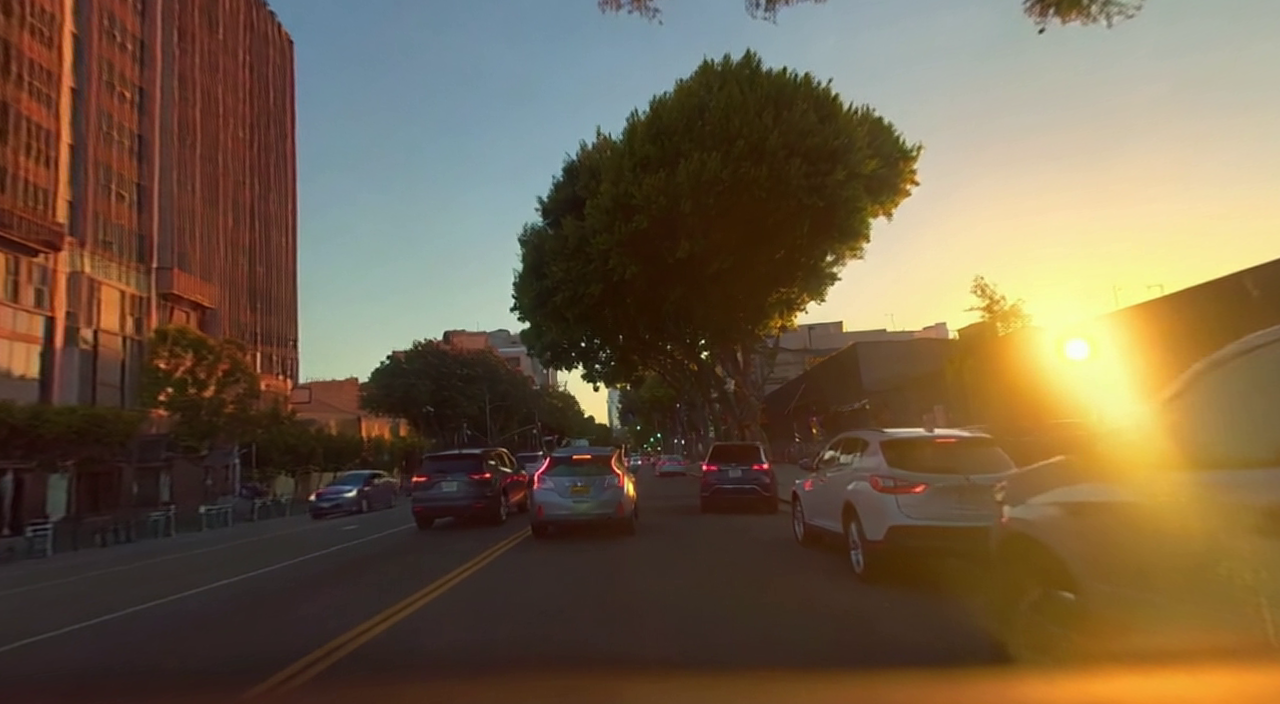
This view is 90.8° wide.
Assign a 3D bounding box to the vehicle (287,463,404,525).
[{"bbox_3d":[-9.500,4.574,20.796,1.990,1.673,3.947,0,-8,-1],"label":"vehicle"}]

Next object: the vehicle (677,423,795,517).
[{"bbox_3d":[2.592,2.879,15.962,2.352,1.953,4.798,-3,-9,15],"label":"vehicle"}]

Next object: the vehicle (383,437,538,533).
[{"bbox_3d":[-3.850,2.913,14.539,2.000,1.818,4.668,-1,-9,3],"label":"vehicle"}]

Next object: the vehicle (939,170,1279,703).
[{"bbox_3d":[2.955,0.410,1.093,2.225,2.070,5.264,0,-9,0],"label":"vehicle"}]

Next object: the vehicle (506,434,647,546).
[{"bbox_3d":[-0.942,2.391,11.575,2.076,1.667,3.948,-1,-9,1],"label":"vehicle"}]
